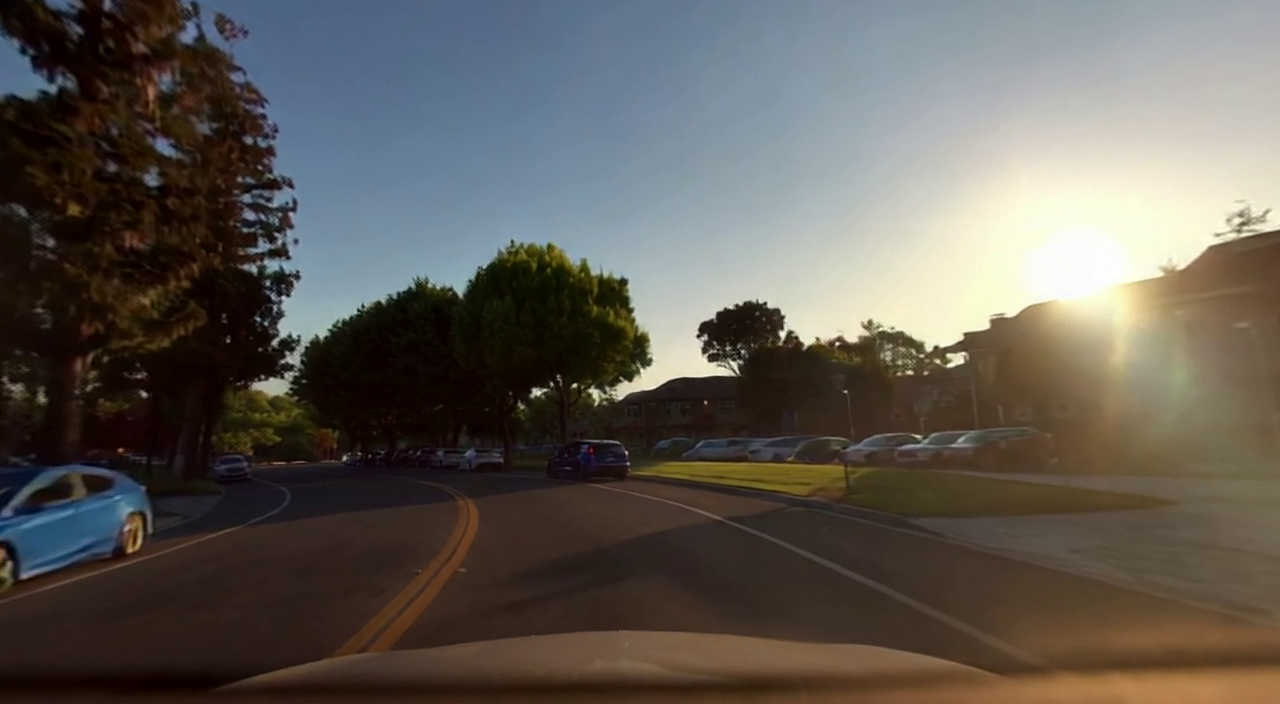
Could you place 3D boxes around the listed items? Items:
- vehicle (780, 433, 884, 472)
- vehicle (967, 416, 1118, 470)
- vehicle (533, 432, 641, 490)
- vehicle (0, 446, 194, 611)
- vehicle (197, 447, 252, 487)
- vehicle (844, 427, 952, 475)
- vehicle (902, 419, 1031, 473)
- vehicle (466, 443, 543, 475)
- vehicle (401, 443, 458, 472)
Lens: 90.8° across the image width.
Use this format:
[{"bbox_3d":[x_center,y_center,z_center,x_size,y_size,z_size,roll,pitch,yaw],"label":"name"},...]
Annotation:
[{"bbox_3d":[8.213,4.256,26.885,4.225,1.517,2.036,6,-11,-36],"label":"vehicle"},{"bbox_3d":[13.298,3.003,20.777,5.110,1.570,2.206,6,-10,-34],"label":"vehicle"},{"bbox_3d":[-2.184,4.056,24.260,2.042,1.817,5.202,4,-7,-30],"label":"vehicle"},{"bbox_3d":[-8.436,2.244,8.512,2.206,1.537,4.946,-2,-5,-13],"label":"vehicle"},{"bbox_3d":[-23.223,6.331,35.195,2.154,1.870,5.118,3,-8,-37],"label":"vehicle"},{"bbox_3d":[10.293,3.903,25.102,4.243,1.470,2.010,1,-9,-38],"label":"vehicle"},{"bbox_3d":[11.804,3.333,22.822,4.372,1.723,2.229,4,-9,-34],"label":"vehicle"},{"bbox_3d":[-7.125,5.513,32.830,2.053,1.519,4.611,6,-11,-37],"label":"vehicle"},{"bbox_3d":[-14.022,6.951,41.867,2.055,1.731,4.686,6,-11,-37],"label":"vehicle"}]
